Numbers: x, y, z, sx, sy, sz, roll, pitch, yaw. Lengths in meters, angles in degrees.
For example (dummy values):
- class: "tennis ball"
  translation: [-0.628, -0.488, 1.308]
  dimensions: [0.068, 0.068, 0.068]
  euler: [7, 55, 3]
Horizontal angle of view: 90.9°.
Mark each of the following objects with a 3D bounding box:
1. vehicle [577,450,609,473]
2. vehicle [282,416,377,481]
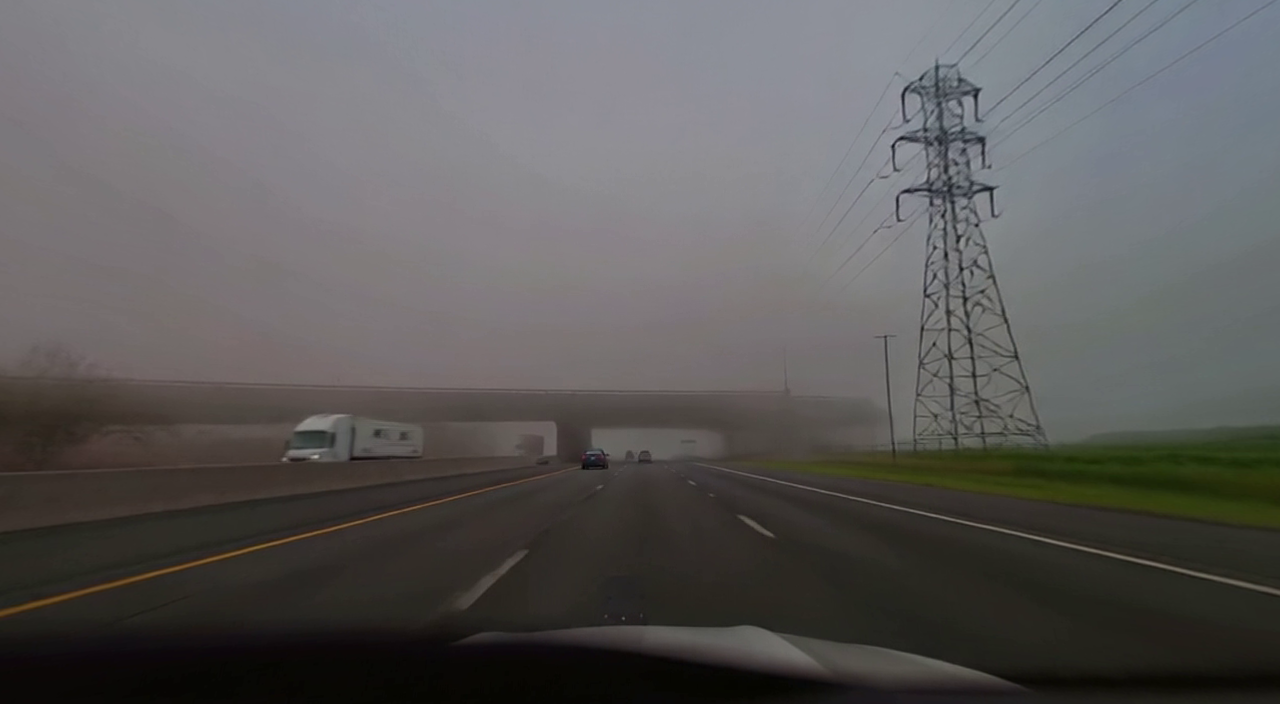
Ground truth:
- class: "vehicle"
  translation: [-3.321, 7.829, 45.336]
  dimensions: [1.924, 1.550, 4.165]
  euler: [0, -9, 1]
- class: "vehicle"
  translation: [-19.846, 6.224, 40.802]
  dimensions: [2.978, 3.864, 6.144]
  euler: [0, -8, -1]
